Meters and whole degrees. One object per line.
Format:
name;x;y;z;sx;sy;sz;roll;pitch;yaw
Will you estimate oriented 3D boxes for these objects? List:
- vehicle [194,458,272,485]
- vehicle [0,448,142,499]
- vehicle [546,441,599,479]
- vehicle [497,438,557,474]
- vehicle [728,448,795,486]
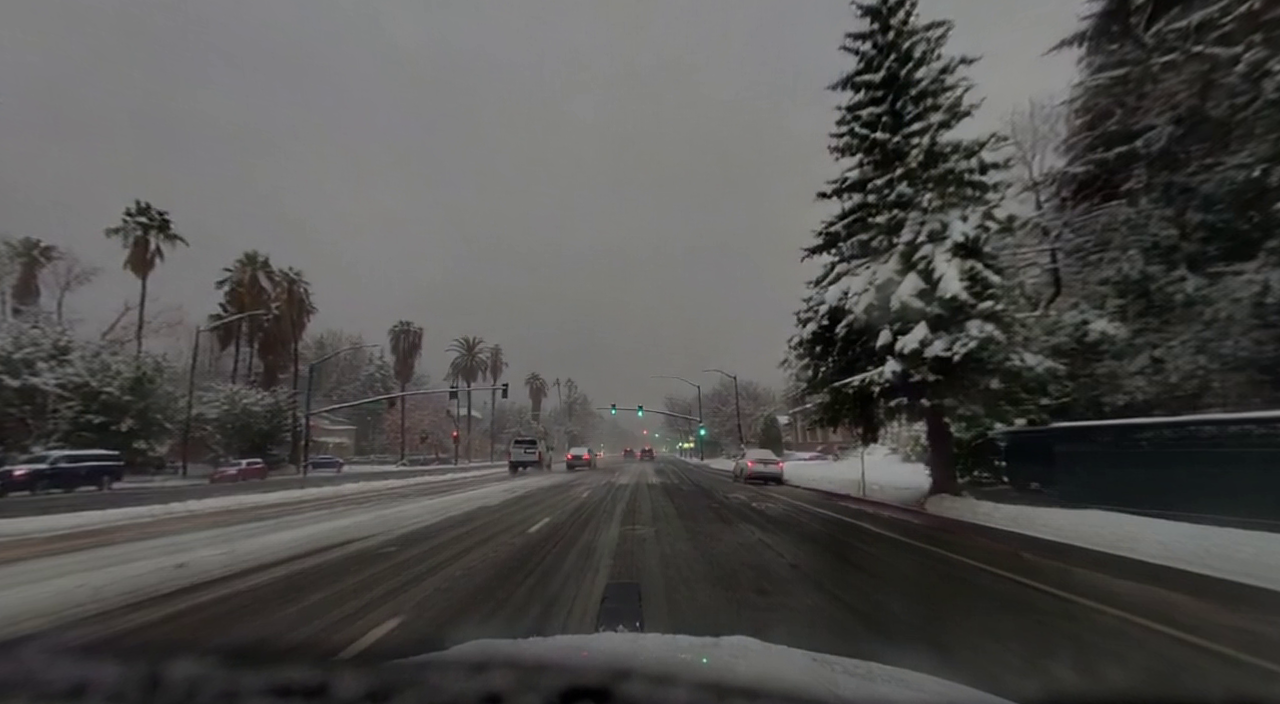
vehicle;-25.397;7.450;39.504;1.838;1.516;4.484;0;-9;1
vehicle;-25.125;5.207;27.521;2.116;1.947;5.507;0;-9;0
vehicle;-3.393;5.572;32.600;2.116;1.806;4.516;0;-9;2
vehicle;-6.825;6.407;38.915;2.457;2.010;6.330;0;-9;1
vehicle;5.195;4.985;27.500;1.994;1.507;4.173;0;-9;-2
